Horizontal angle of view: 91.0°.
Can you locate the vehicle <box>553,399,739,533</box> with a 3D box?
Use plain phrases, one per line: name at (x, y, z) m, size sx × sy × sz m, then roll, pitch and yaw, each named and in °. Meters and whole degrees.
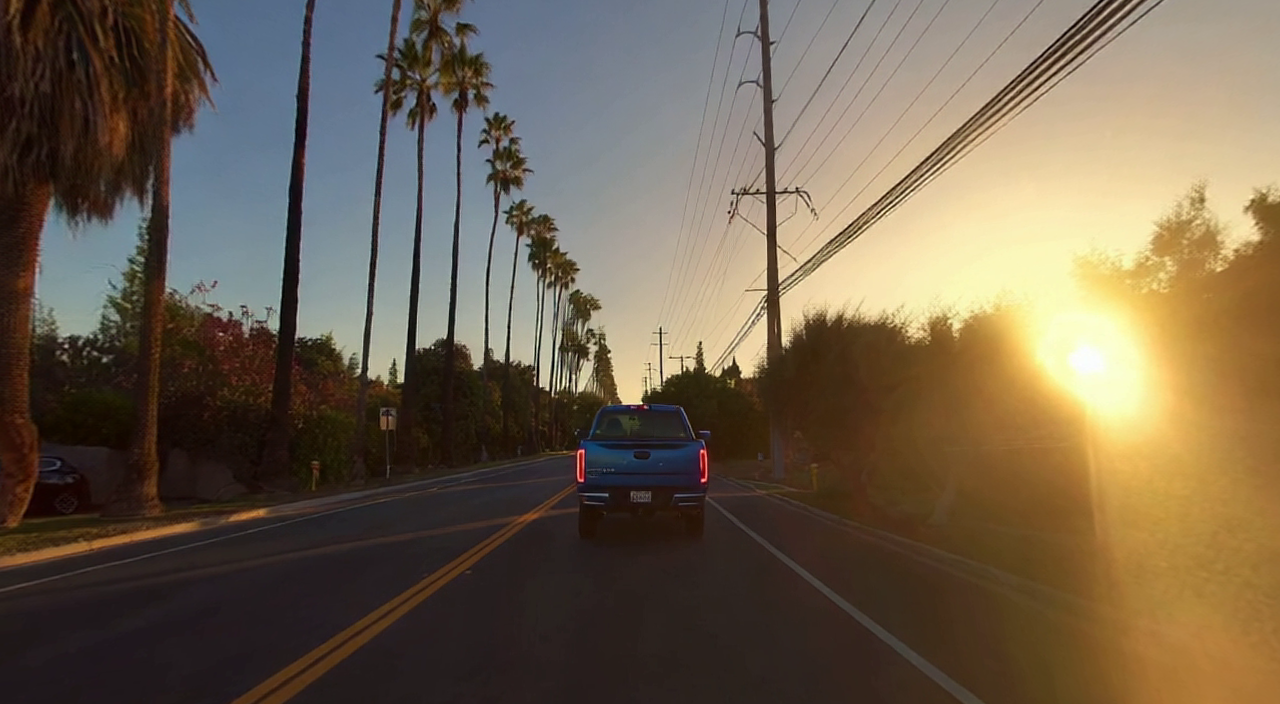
vehicle at (0.047, 2.159, 12.501) m, size 2.803 × 2.005 × 5.885 m, roll 0°, pitch -8°, yaw -1°
